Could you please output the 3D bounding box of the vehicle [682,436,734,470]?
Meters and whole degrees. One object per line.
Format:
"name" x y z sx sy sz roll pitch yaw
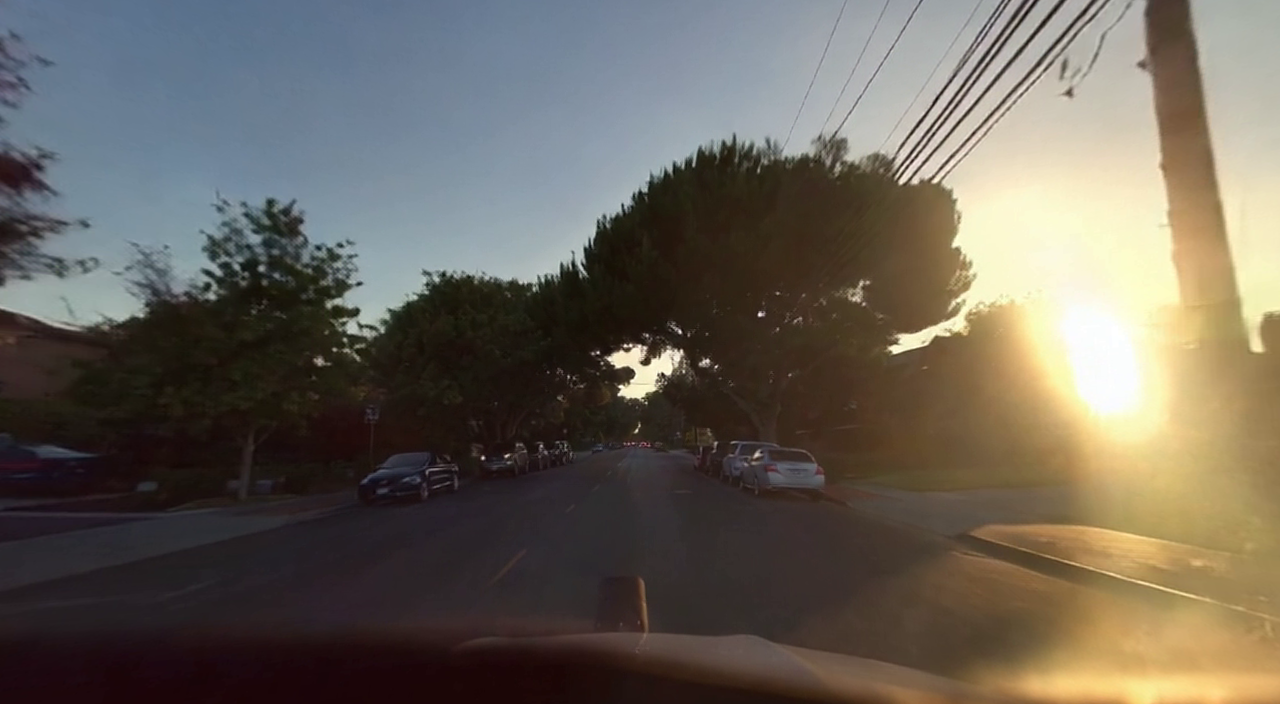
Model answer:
"vehicle" 3.658 5.587 35.113 2.178 1.757 5.495 0 -9 -1

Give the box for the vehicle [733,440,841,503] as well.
"vehicle" 3.666 3.060 16.614 1.763 1.432 4.323 0 -9 -1

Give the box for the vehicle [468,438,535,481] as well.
"vehicle" -6.315 4.942 29.302 2.031 1.799 4.587 0 -9 0

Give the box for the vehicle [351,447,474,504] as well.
"vehicle" -6.454 3.520 18.553 2.031 1.454 4.410 0 -9 -1

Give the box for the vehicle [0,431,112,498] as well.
"vehicle" -17.816 3.138 17.802 1.925 1.750 4.489 0 -9 0
